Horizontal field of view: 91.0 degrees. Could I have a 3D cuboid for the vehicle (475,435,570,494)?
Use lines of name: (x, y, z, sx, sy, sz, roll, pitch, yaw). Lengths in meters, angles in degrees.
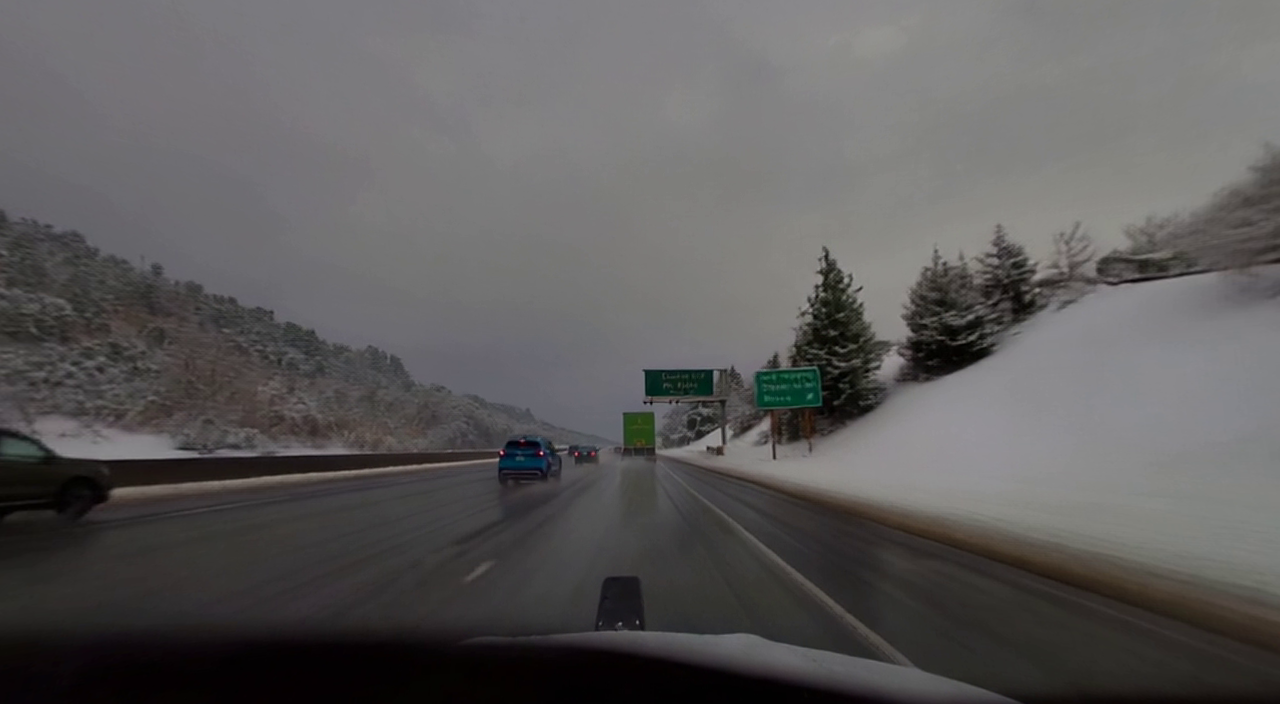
vehicle: (-3.756, 3.696, 21.122, 2.194, 1.725, 4.698, 0, -9, 1)
